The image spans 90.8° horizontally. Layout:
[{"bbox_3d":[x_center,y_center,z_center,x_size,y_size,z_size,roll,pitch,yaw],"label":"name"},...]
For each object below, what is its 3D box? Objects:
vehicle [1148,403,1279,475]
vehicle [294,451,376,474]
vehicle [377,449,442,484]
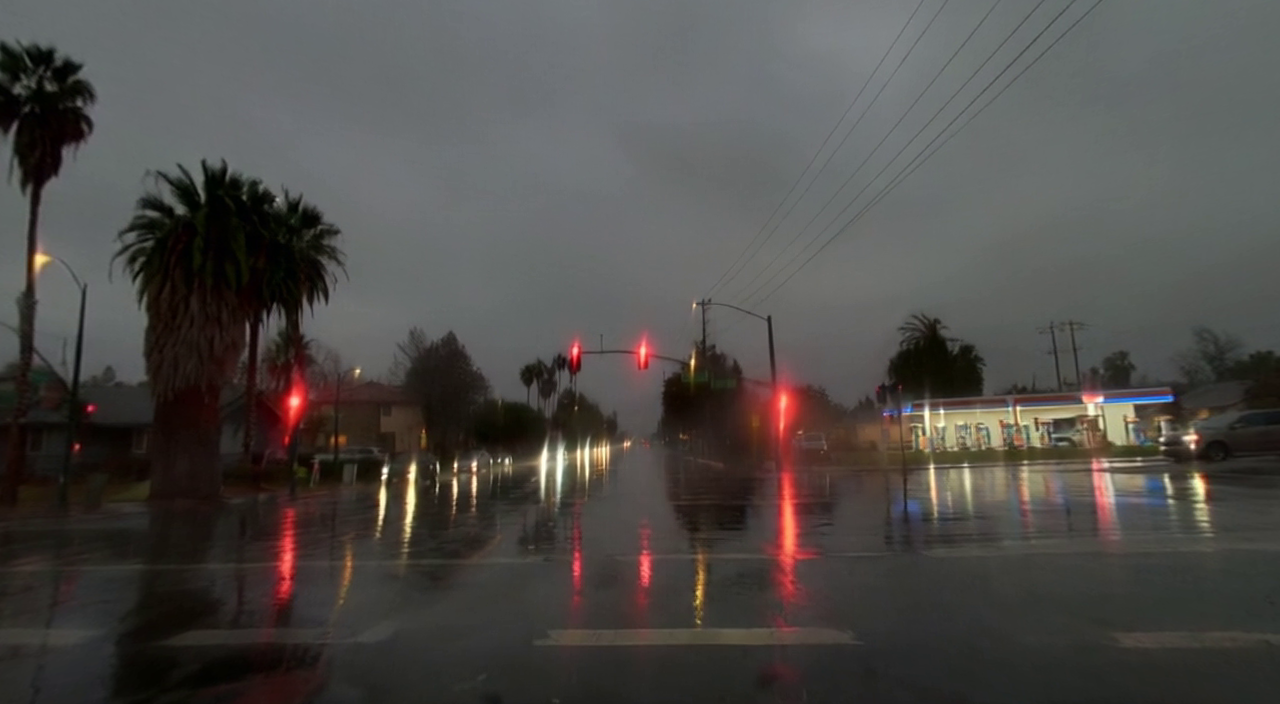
[{"bbox_3d":[17.233,2.379,17.273,5.086,1.817,1.952,0,-9,-5],"label":"vehicle"},{"bbox_3d":[-20.947,7.579,43.525,4.672,1.469,1.816,0,-9,-2],"label":"vehicle"},{"bbox_3d":[-13.023,6.464,35.967,2.009,1.777,4.559,0,-9,-1],"label":"vehicle"}]
